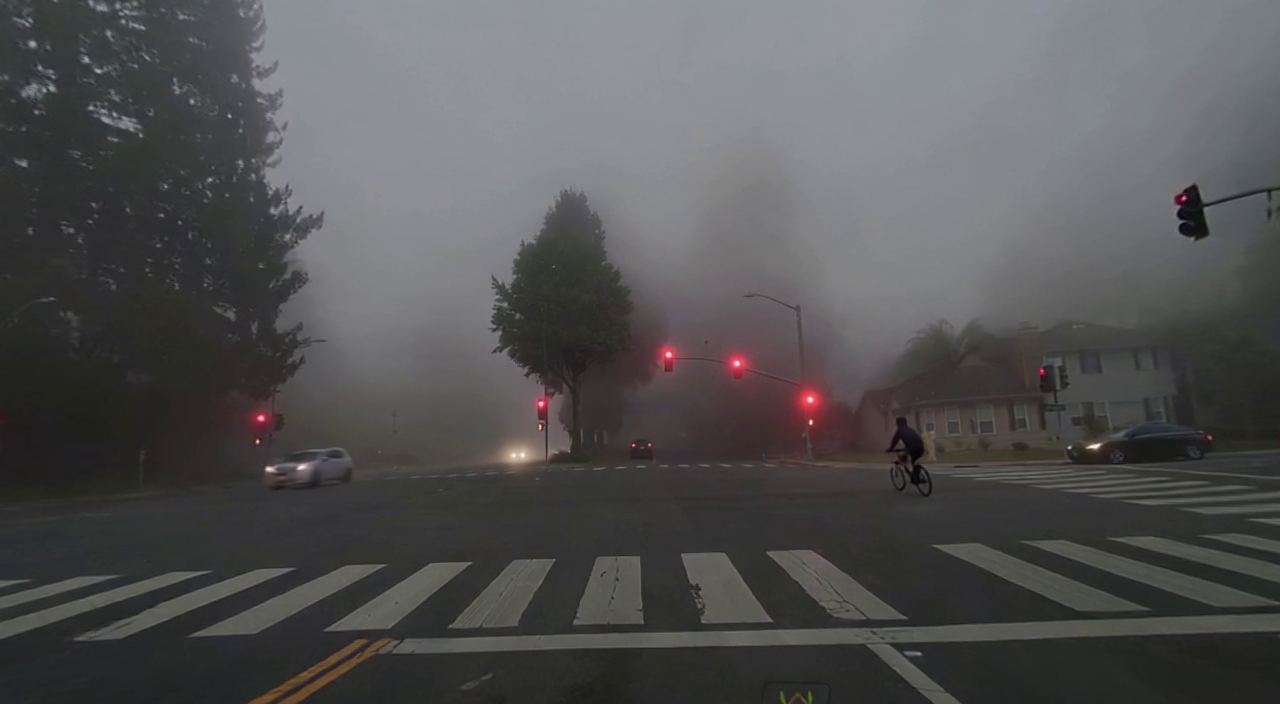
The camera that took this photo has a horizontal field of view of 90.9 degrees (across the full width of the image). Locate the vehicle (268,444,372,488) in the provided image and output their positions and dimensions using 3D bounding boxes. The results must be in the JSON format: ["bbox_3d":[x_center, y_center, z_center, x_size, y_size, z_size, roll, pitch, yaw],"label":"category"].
[{"bbox_3d":[-14.089,5.017,28.108,2.148,1.753,4.558,0,-9,1],"label":"vehicle"}]

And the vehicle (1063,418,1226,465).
[{"bbox_3d":[17.306,3.100,21.773,3.969,1.493,1.823,0,-9,1],"label":"vehicle"}]
